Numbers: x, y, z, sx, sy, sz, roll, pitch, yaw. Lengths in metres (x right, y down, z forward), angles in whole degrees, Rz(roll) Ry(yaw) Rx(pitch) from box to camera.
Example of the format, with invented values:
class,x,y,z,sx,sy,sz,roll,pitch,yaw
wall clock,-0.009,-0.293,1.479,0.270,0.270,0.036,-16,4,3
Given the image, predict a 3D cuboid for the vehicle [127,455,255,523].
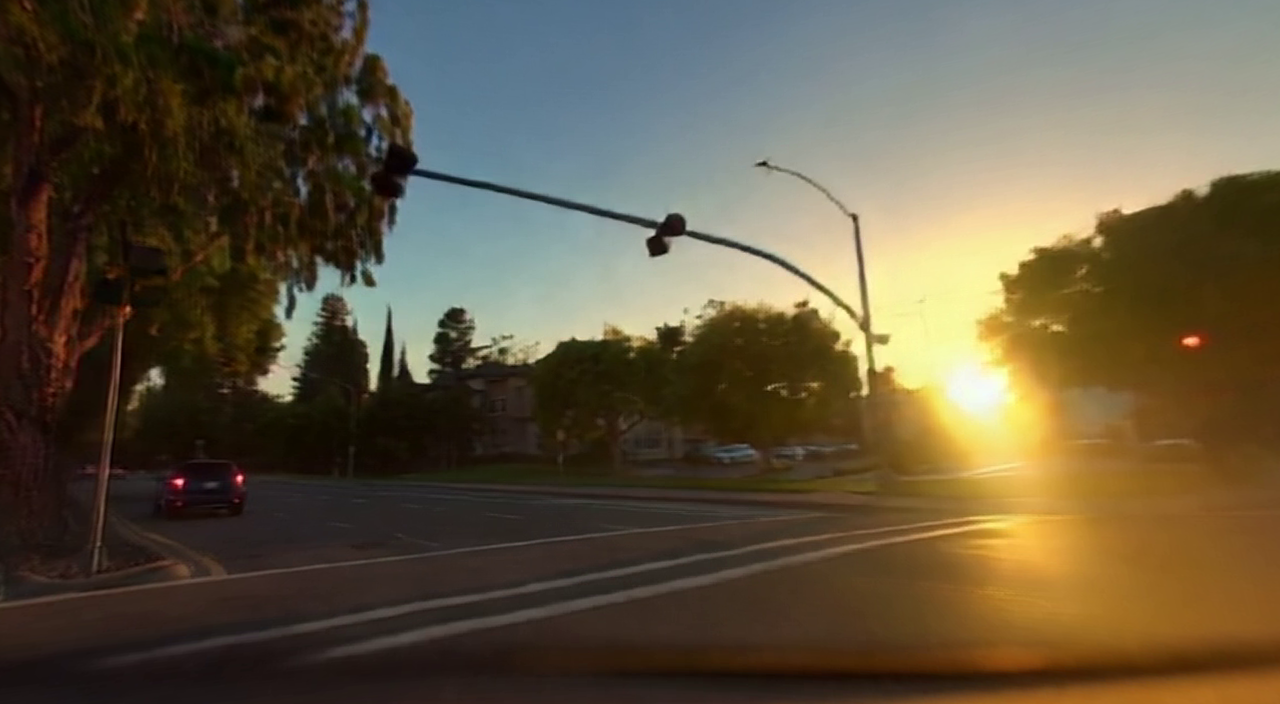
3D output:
class,x,y,z,sx,sy,sz,roll,pitch,yaw
vehicle,-12.733,3.749,17.829,4.247,1.591,2.093,-8,-12,44
